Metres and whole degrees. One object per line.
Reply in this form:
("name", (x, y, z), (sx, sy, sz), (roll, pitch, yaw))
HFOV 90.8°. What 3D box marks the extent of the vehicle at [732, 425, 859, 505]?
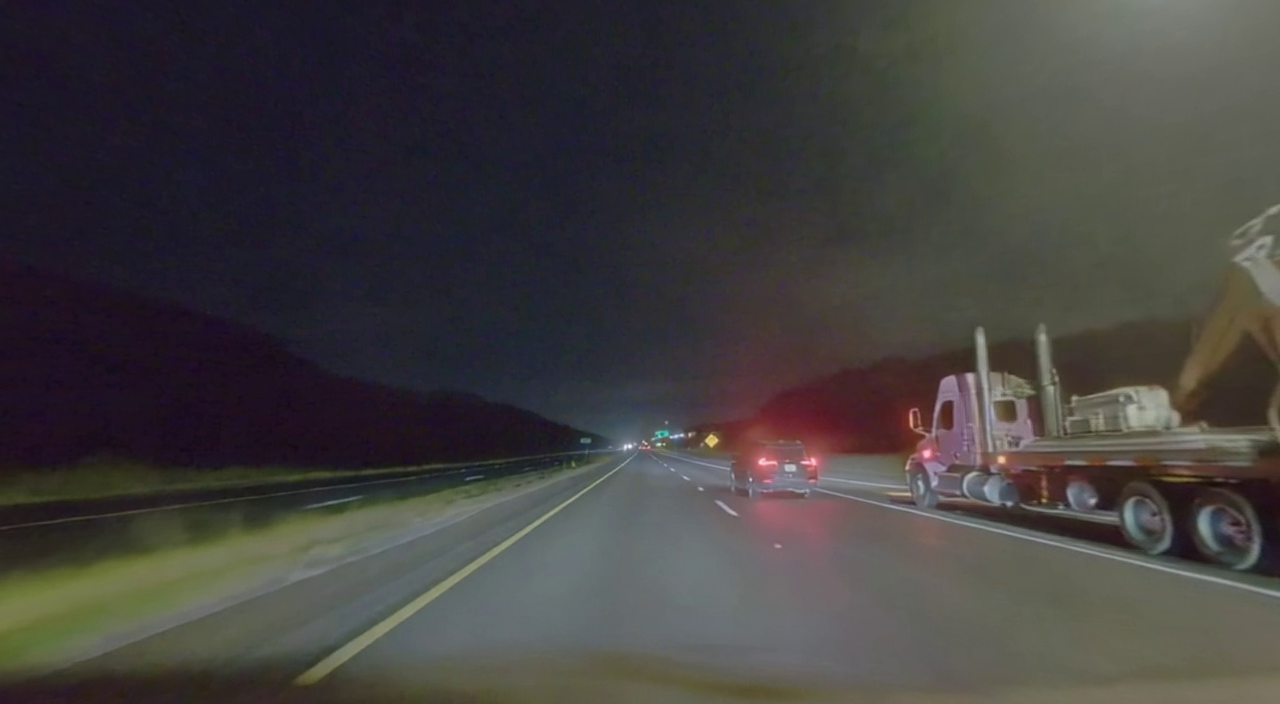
("vehicle", (4.350, 3.286, 18.745), (2.309, 2.003, 5.139), (0, -9, -2))
